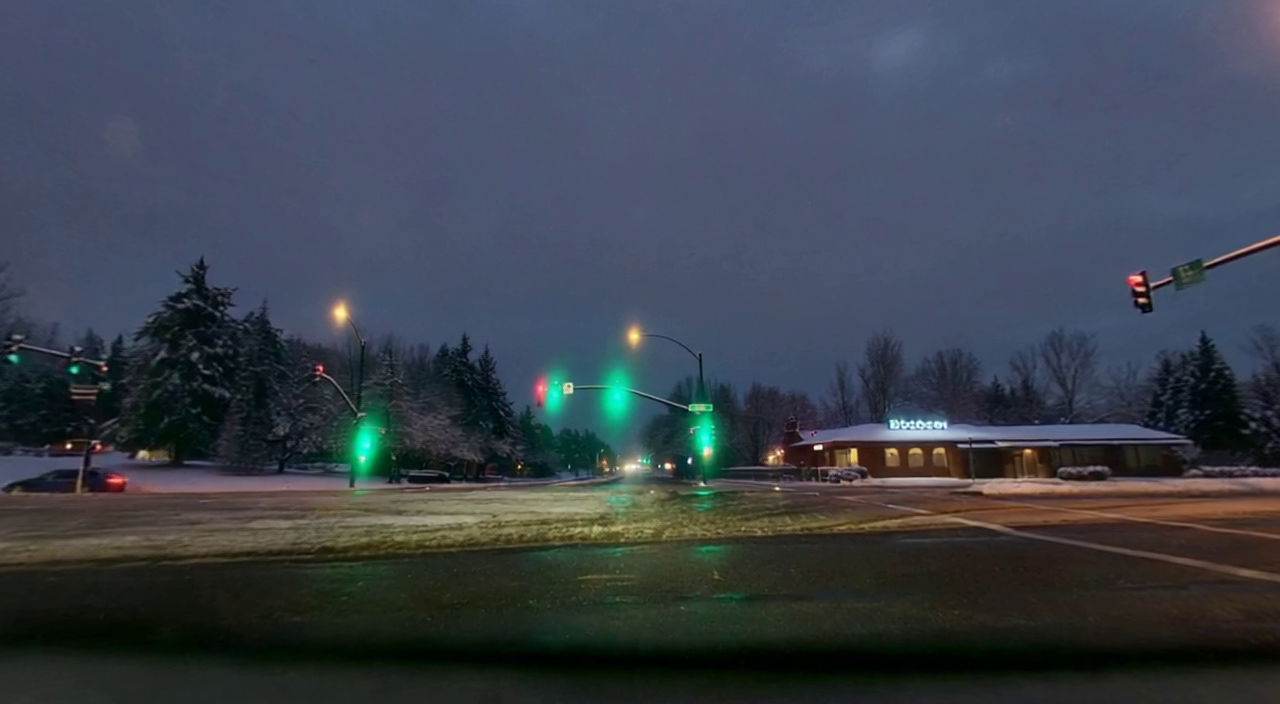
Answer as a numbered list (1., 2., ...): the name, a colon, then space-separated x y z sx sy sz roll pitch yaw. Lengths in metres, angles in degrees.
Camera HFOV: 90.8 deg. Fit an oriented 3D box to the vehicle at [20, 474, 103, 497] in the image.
1. vehicle: -41.735 9.618 45.640 4.147 1.445 1.706 0 -9 -6
